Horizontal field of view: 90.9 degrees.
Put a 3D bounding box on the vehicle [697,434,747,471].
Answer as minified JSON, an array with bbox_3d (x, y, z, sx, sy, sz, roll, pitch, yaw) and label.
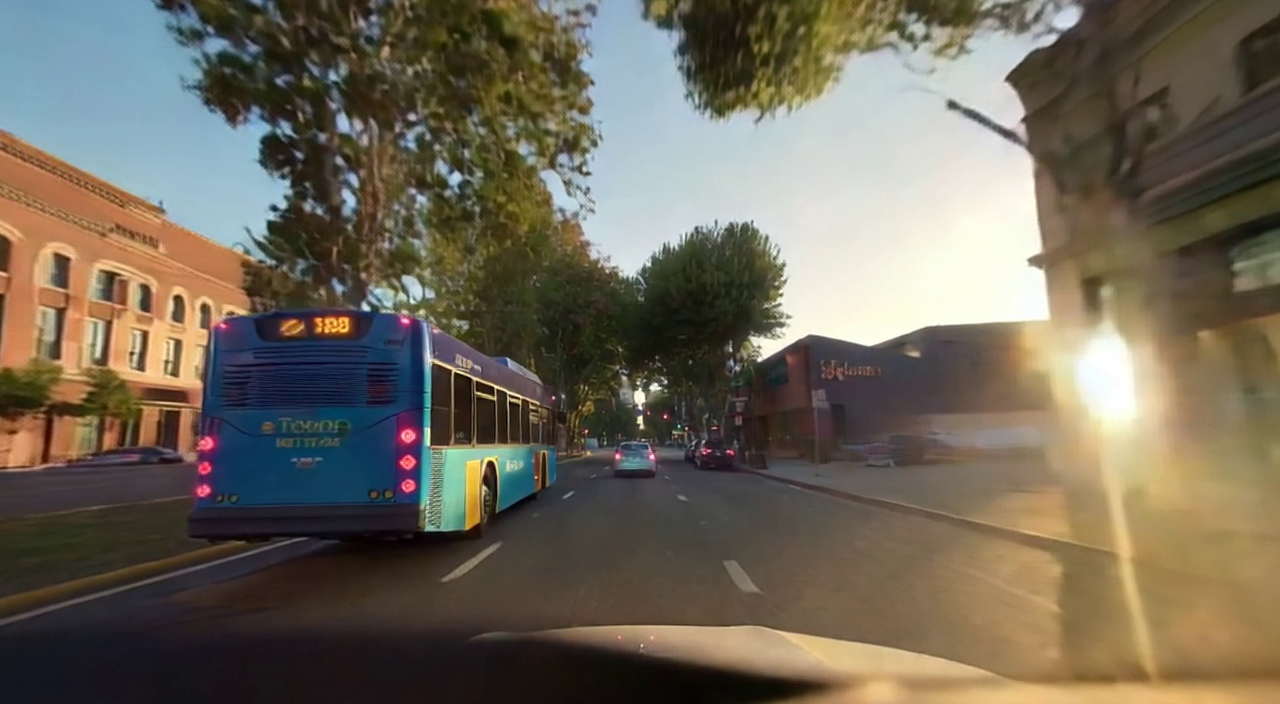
[{"bbox_3d":[4.222,5.282,33.251,2.138,1.787,4.522,0,-8,2],"label":"vehicle"}]

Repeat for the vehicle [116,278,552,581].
[{"bbox_3d":[-3.500,1.136,10.353,2.920,2.884,8.588,0,-6,0],"label":"vehicle"}]

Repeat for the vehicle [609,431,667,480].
[{"bbox_3d":[-0.047,4.045,24.866,2.120,1.727,3.917,0,-8,1],"label":"vehicle"}]
